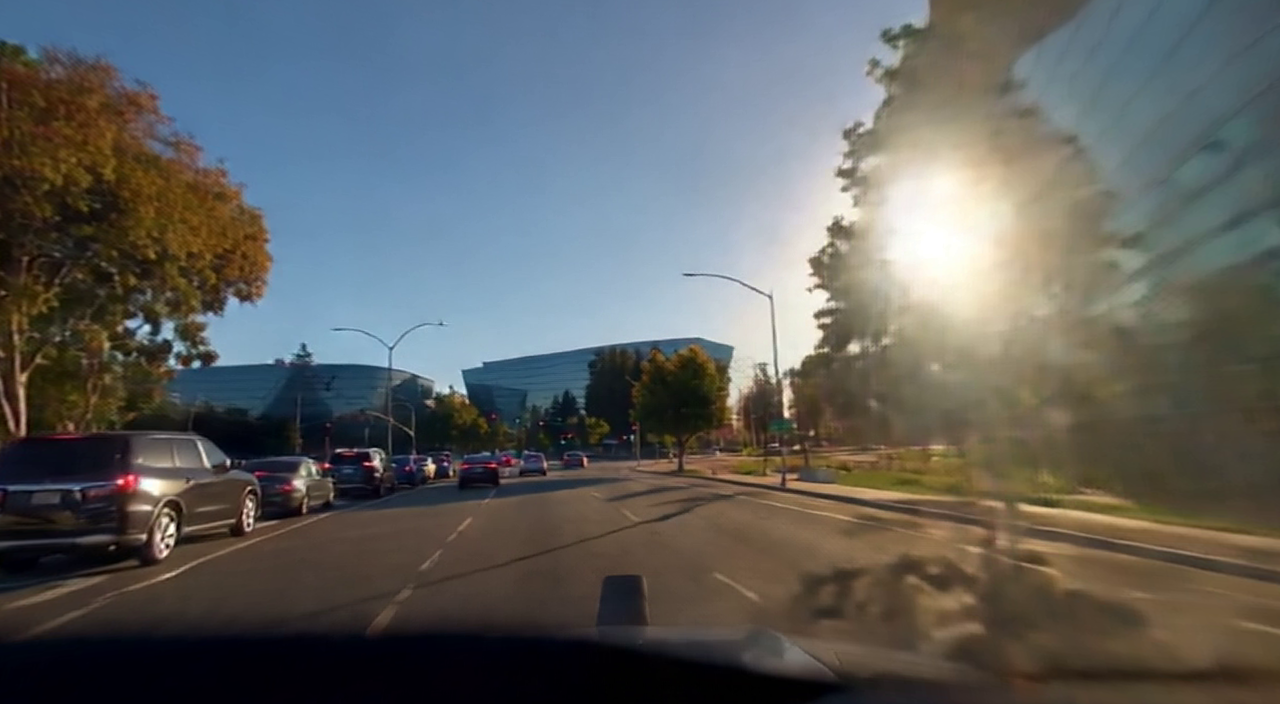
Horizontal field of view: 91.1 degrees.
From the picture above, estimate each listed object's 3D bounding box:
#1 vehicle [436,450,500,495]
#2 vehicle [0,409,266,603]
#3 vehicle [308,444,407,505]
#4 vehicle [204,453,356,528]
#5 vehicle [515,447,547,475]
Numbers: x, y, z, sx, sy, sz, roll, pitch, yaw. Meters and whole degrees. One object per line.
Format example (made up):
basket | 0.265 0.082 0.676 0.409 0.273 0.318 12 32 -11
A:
vehicle | -6.927 4.742 25.219 2.205 1.537 4.895 2 -9 -16
vehicle | -7.433 1.986 9.113 2.142 2.061 4.750 2 -9 -15
vehicle | -9.928 4.262 22.479 2.142 1.834 4.588 -2 -8 -10
vehicle | -8.981 3.413 16.216 1.868 1.514 4.870 2 -8 -11
vehicle | -7.917 7.853 45.429 2.102 1.815 4.716 1 -8 -10
